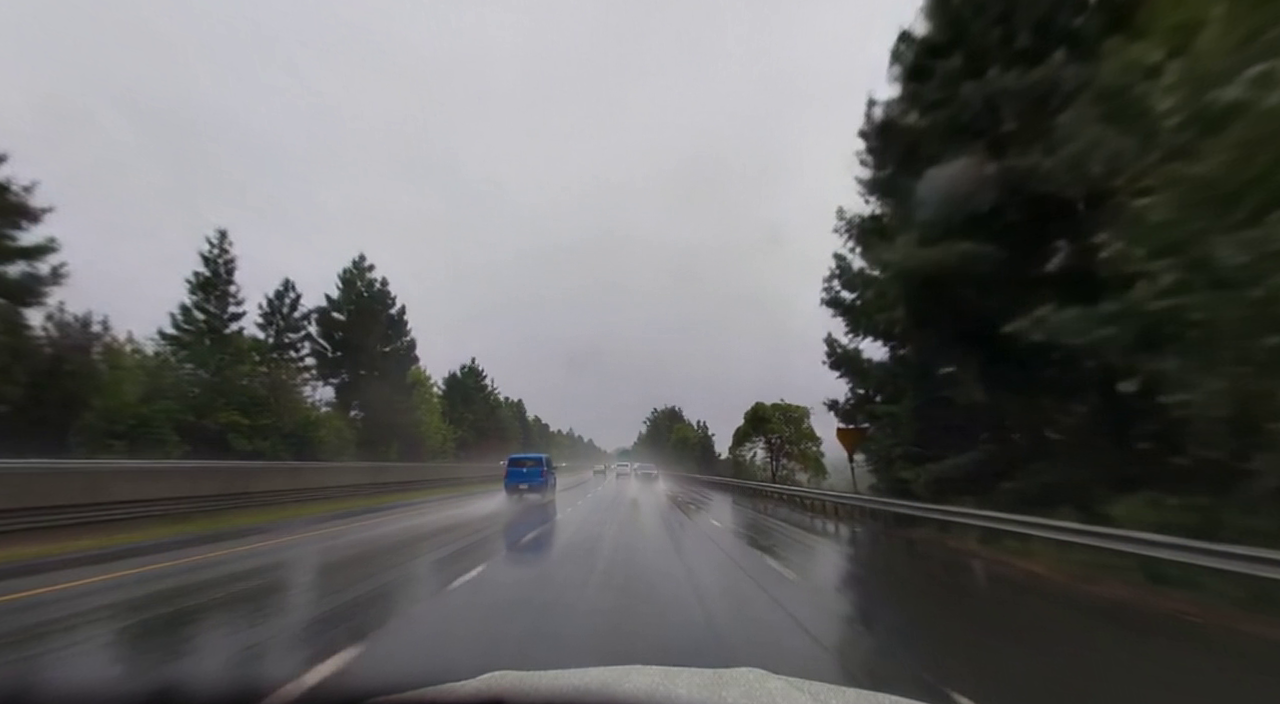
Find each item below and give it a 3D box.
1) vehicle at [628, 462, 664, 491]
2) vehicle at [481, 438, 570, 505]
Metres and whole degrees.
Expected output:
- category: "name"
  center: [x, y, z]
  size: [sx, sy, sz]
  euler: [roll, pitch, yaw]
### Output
- category: "vehicle"
  center: [0.313, 7.143, 36.352]
  size: [1.905, 1.559, 3.491]
  euler: [1, -10, -2]
- category: "vehicle"
  center: [-3.938, 4.286, 22.708]
  size: [2.237, 2.113, 4.815]
  euler: [0, -10, 0]
